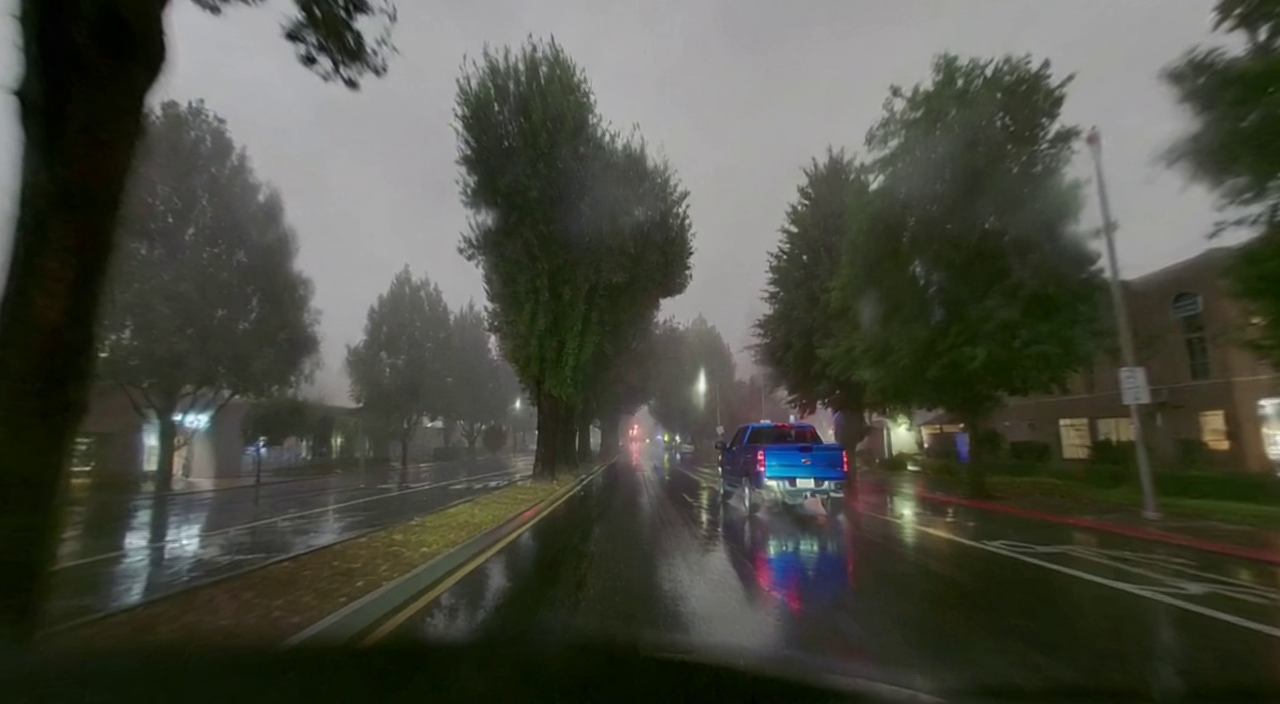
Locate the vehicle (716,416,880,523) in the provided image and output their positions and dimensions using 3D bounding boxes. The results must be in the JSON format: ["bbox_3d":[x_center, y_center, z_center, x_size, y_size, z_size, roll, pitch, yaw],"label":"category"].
[{"bbox_3d":[3.053,2.431,13.583,2.085,1.828,5.383,0,-8,-1],"label":"vehicle"}]
